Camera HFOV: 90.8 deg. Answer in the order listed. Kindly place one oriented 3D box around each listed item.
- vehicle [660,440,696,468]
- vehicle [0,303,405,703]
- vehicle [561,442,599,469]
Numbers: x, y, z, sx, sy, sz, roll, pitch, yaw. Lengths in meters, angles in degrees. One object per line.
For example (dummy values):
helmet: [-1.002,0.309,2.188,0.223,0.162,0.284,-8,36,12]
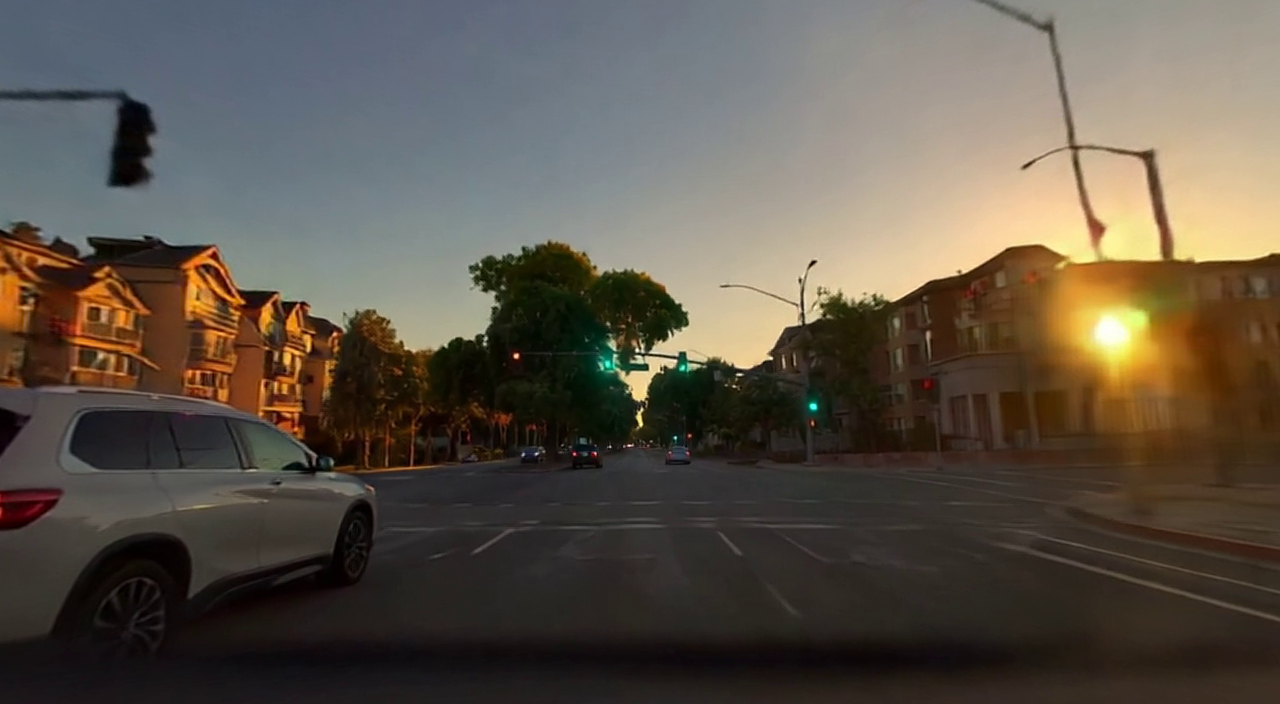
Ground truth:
vehicle: [2.509,6.811,42.432,2.018,1.719,4.369,0,-8,-2]
vehicle: [-3.916,1.091,4.795,2.225,1.984,5.168,0,-8,0]
vehicle: [-3.863,6.736,41.357,2.083,1.685,4.069,0,-8,0]
